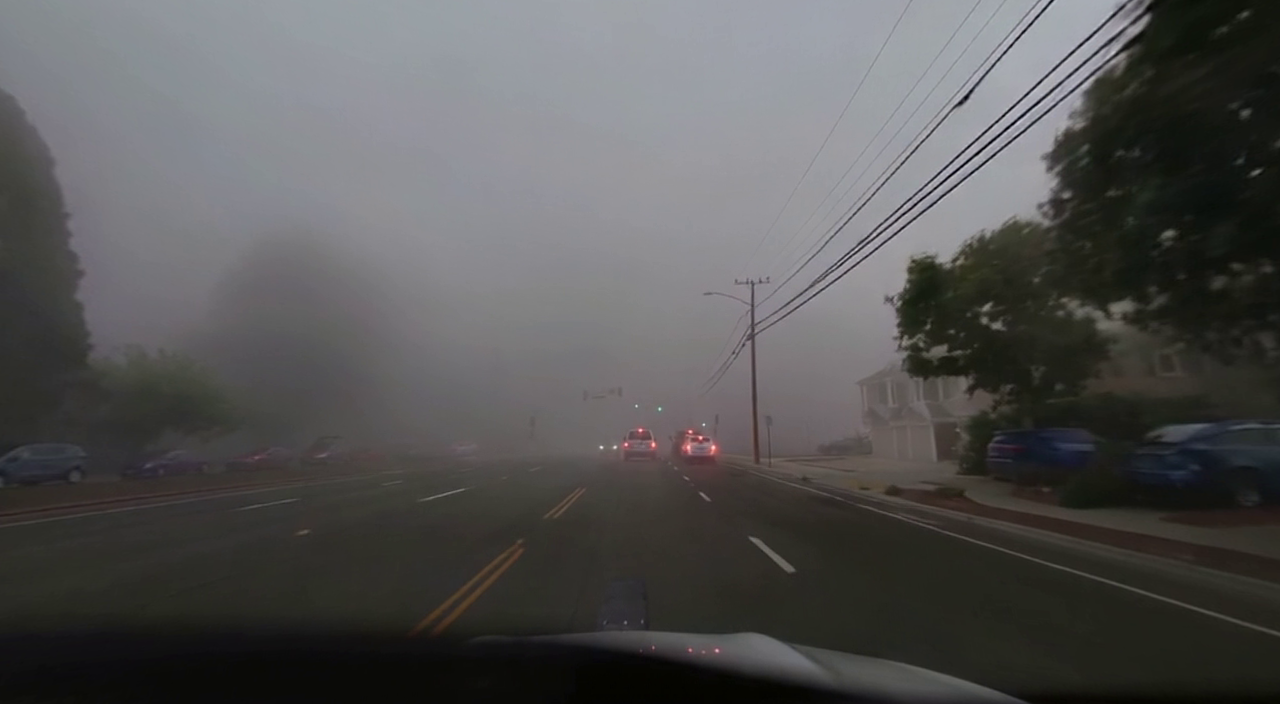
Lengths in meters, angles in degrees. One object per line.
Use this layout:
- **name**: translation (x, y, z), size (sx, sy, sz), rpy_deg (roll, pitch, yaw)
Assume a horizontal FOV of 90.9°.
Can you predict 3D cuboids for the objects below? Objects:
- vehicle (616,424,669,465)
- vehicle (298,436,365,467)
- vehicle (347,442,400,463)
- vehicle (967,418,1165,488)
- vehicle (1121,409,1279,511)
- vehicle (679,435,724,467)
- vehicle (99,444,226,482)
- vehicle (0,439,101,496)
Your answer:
- **vehicle**: translation (0.145, 5.198, 35.461), size (2.769, 2.087, 5.130), rpy_deg (0, -8, 0)
- **vehicle**: translation (-20.056, 6.489, 41.214), size (2.046, 1.874, 4.448), rpy_deg (0, -8, 2)
- **vehicle**: translation (-19.774, 7.490, 46.998), size (1.866, 1.471, 4.770), rpy_deg (0, -8, 1)
- **vehicle**: translation (12.602, 2.990, 18.882), size (4.412, 1.878, 2.048), rpy_deg (-1, -7, -1)
- **vehicle**: translation (13.471, 2.258, 13.461), size (4.508, 1.937, 2.356), rpy_deg (1, -8, -5)
- **vehicle**: translation (3.213, 5.277, 33.693), size (2.002, 1.511, 4.124), rpy_deg (1, -8, 0)
- **vehicle**: translation (-20.432, 4.734, 27.287), size (1.865, 1.506, 4.706), rpy_deg (0, -8, -1)
- **vehicle**: translation (-20.266, 3.666, 20.238), size (1.973, 1.700, 4.475), rpy_deg (0, -8, -1)
